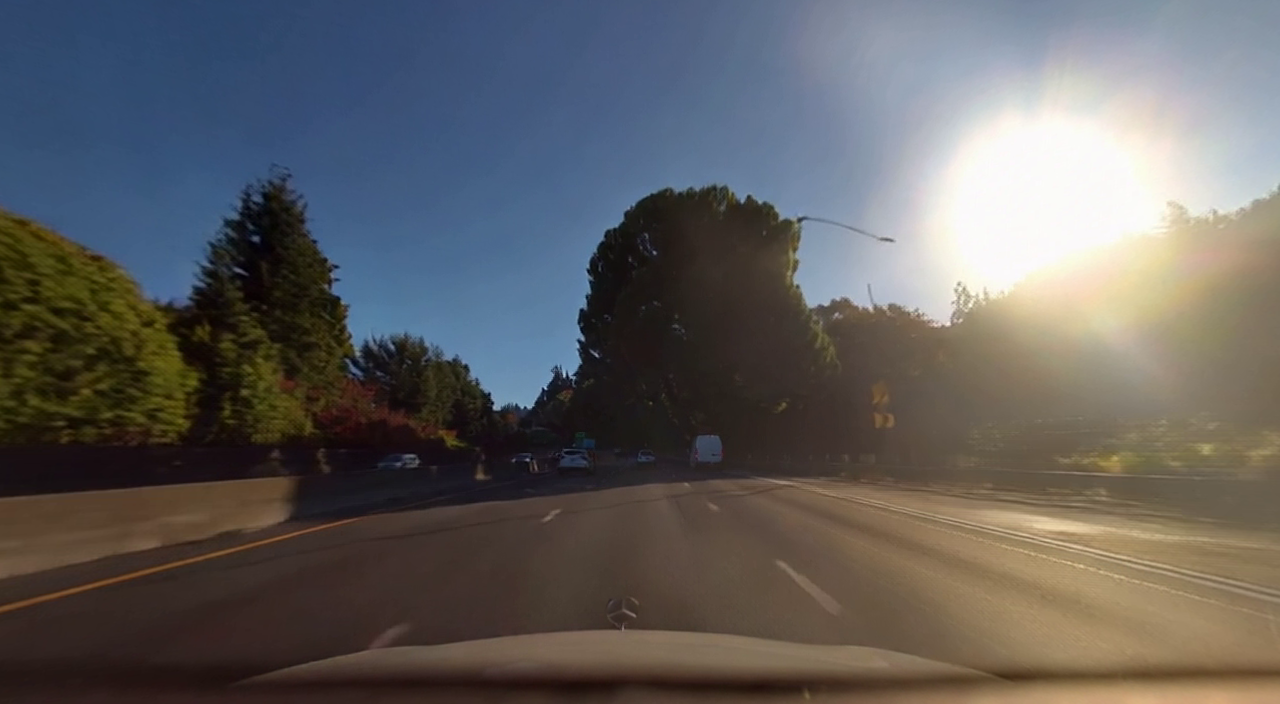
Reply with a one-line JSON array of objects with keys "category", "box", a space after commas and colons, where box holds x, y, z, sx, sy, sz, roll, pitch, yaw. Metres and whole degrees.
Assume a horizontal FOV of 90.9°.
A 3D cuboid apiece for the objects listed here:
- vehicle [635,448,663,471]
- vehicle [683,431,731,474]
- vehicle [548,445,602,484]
[{"category": "vehicle", "box": [0.697, 8.402, 49.396, 2.108, 1.663, 3.159, 0, -9, 1]}, {"category": "vehicle", "box": [4.288, 6.586, 41.241, 2.469, 2.591, 5.653, 0, -9, 0]}, {"category": "vehicle", "box": [-2.899, 5.137, 29.082, 1.964, 1.618, 4.489, 0, -9, 1]}]
